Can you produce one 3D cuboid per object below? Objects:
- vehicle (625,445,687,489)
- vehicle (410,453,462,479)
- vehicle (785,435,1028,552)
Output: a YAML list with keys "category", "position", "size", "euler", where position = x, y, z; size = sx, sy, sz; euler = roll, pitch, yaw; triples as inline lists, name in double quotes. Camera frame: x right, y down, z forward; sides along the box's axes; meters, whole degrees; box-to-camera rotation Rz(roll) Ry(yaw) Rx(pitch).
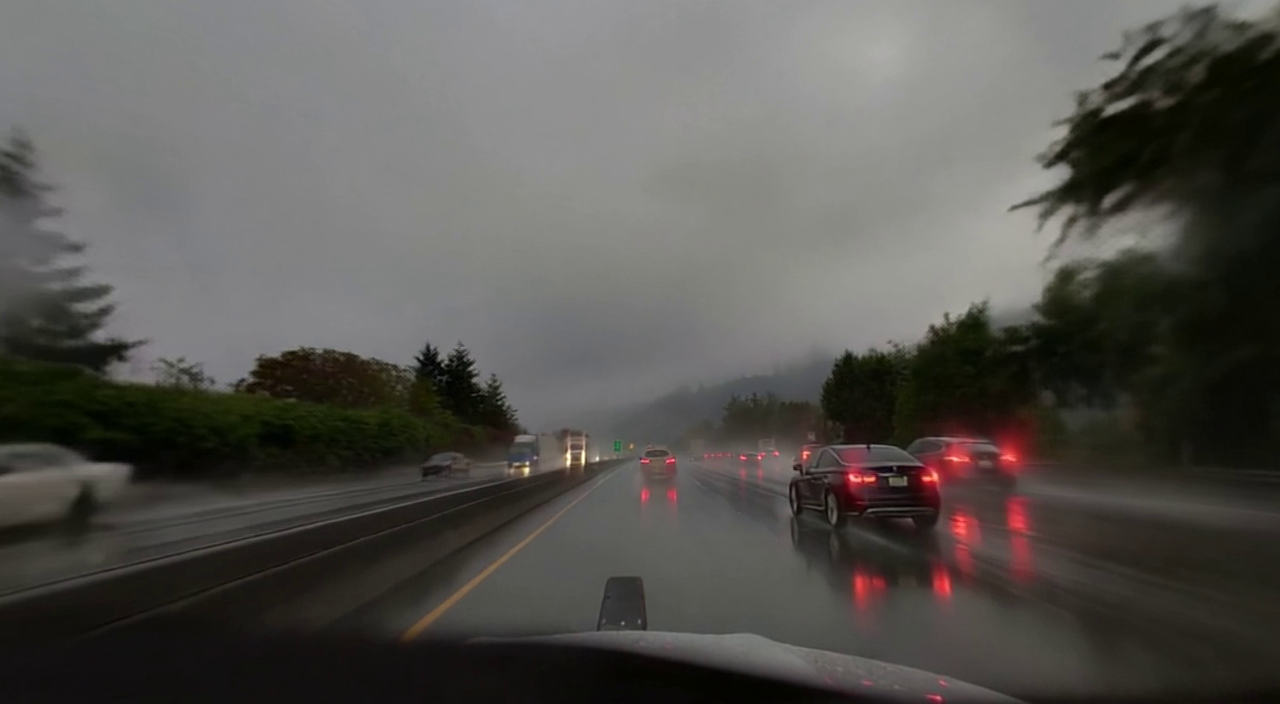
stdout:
- category: "vehicle"
  position: [0.571, 4.366, 24.309]
  size: [2.177, 1.520, 4.278]
  euler: [0, -9, 1]
- category: "vehicle"
  position: [-14.061, 7.843, 43.665]
  size: [2.095, 1.670, 4.187]
  euler: [-1, -9, 2]
- category: "vehicle"
  position: [3.939, 2.165, 10.311]
  size: [2.029, 1.475, 4.279]
  euler: [0, -9, -1]
